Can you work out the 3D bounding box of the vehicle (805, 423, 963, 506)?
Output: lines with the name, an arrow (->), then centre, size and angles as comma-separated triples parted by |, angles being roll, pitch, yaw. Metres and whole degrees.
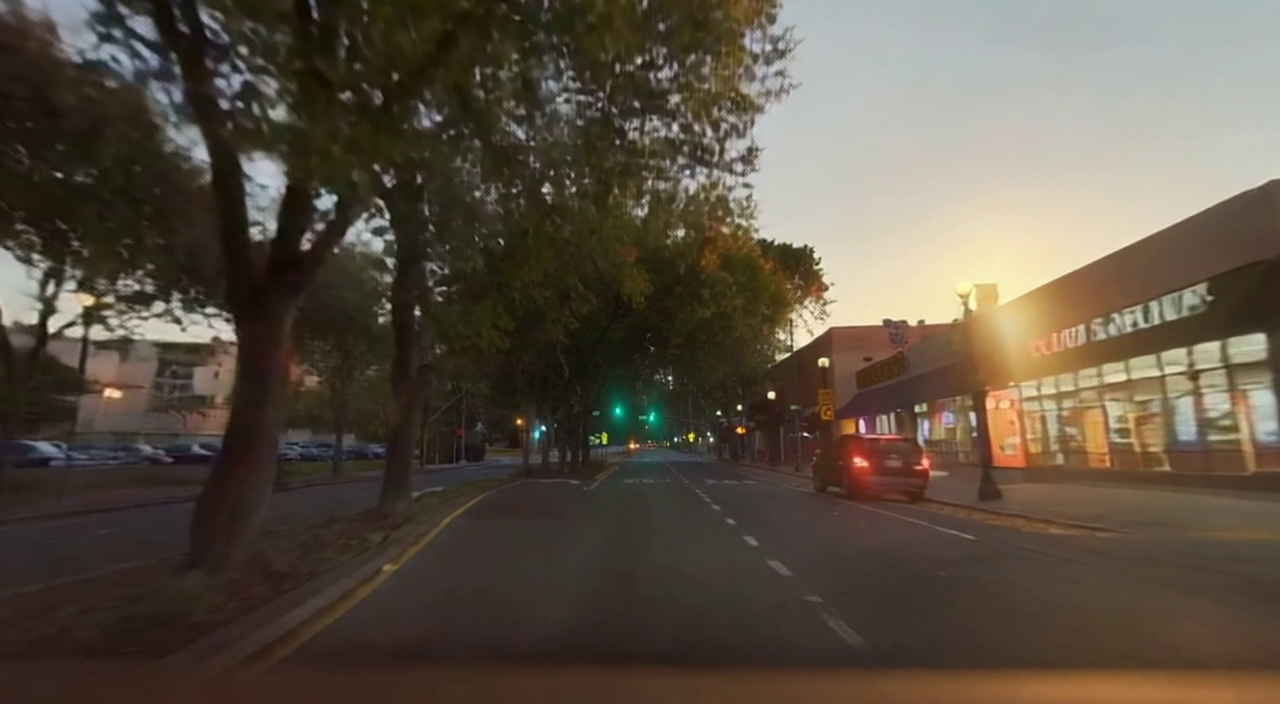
vehicle -> 6.260, 2.962, 17.008 | 2.112, 1.894, 4.910 | 1, -8, -2
